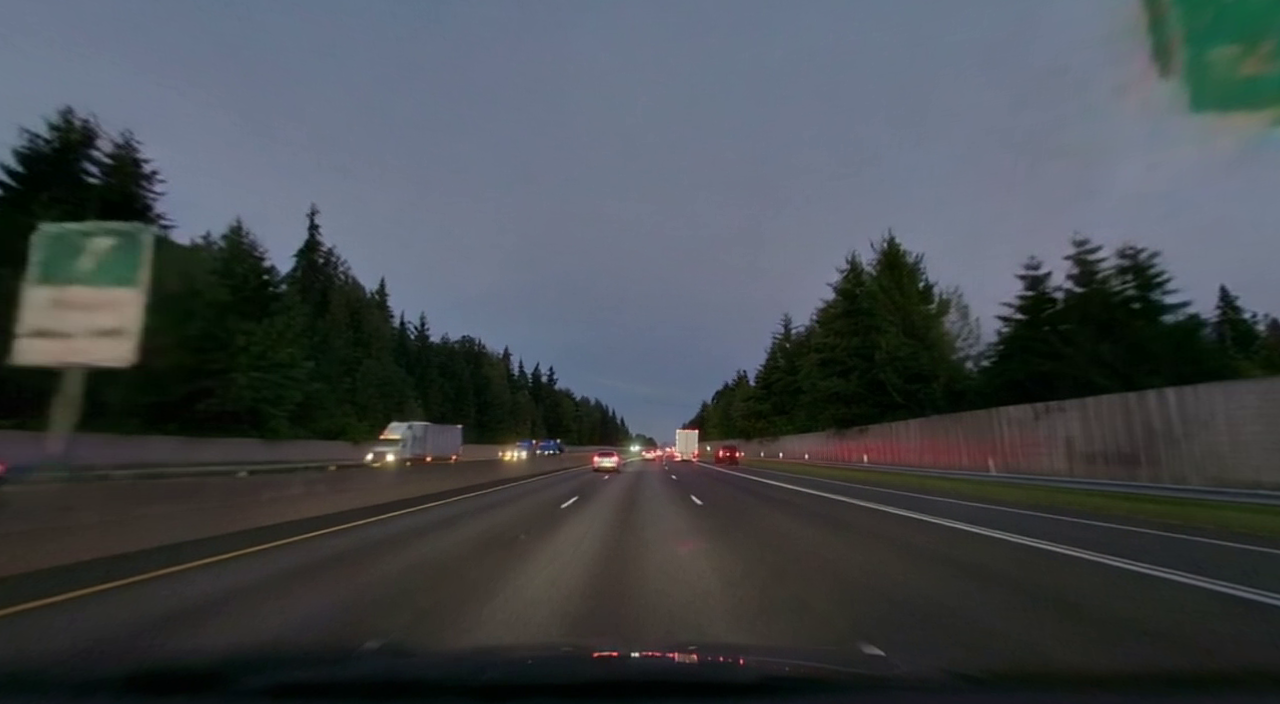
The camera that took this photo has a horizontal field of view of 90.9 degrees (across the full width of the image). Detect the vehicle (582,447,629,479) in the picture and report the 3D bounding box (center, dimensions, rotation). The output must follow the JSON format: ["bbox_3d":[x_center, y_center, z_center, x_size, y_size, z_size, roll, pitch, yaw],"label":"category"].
[{"bbox_3d":[-1.680,5.587,31.997,2.035,1.513,4.272,0,-9,1],"label":"vehicle"}]
